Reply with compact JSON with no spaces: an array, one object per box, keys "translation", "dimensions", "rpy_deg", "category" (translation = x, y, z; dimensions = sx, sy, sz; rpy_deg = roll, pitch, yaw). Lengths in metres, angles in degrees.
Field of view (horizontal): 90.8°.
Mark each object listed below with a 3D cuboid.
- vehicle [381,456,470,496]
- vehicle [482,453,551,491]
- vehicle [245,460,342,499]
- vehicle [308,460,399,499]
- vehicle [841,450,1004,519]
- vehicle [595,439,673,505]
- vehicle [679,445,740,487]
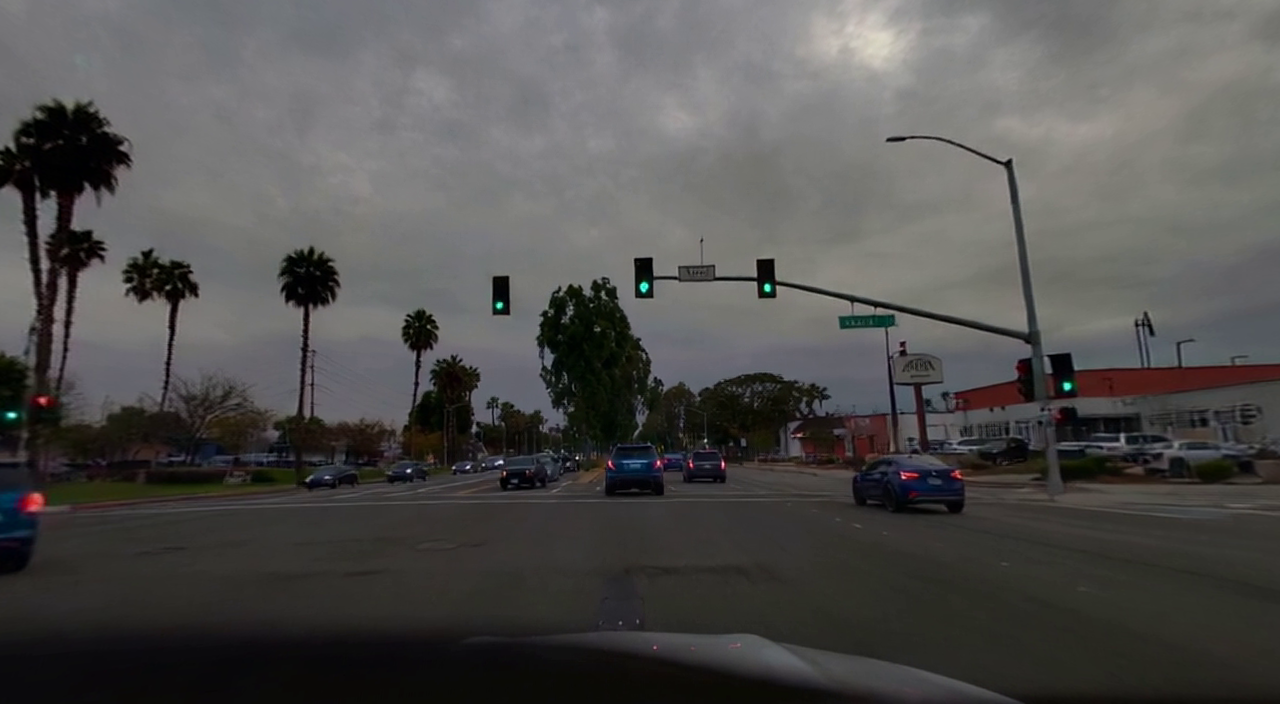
[{"translation":[-8.571,4.981,25.674],"dimensions":[2.061,1.415,4.289],"rpy_deg":[0,-9,1],"category":"vehicle"},{"translation":[-5.178,5.067,27.022],"dimensions":[2.030,1.441,4.324],"rpy_deg":[0,-9,1],"category":"vehicle"},{"translation":[-15.335,5.638,28.230],"dimensions":[2.048,1.494,4.069],"rpy_deg":[0,-9,-1],"category":"vehicle"},{"translation":[-11.878,5.293,26.522],"dimensions":[1.850,1.414,4.184],"rpy_deg":[0,-9,0],"category":"vehicle"},{"translation":[6.758,3.177,15.730],"dimensions":[1.944,1.447,4.309],"rpy_deg":[0,-9,-2],"category":"vehicle"},{"translation":[-0.217,3.609,19.483],"dimensions":[2.151,1.787,4.109],"rpy_deg":[0,-9,-1],"category":"vehicle"},{"translation":[3.017,5.047,28.227],"dimensions":[2.112,1.710,4.234],"rpy_deg":[0,-9,-2],"category":"vehicle"}]
